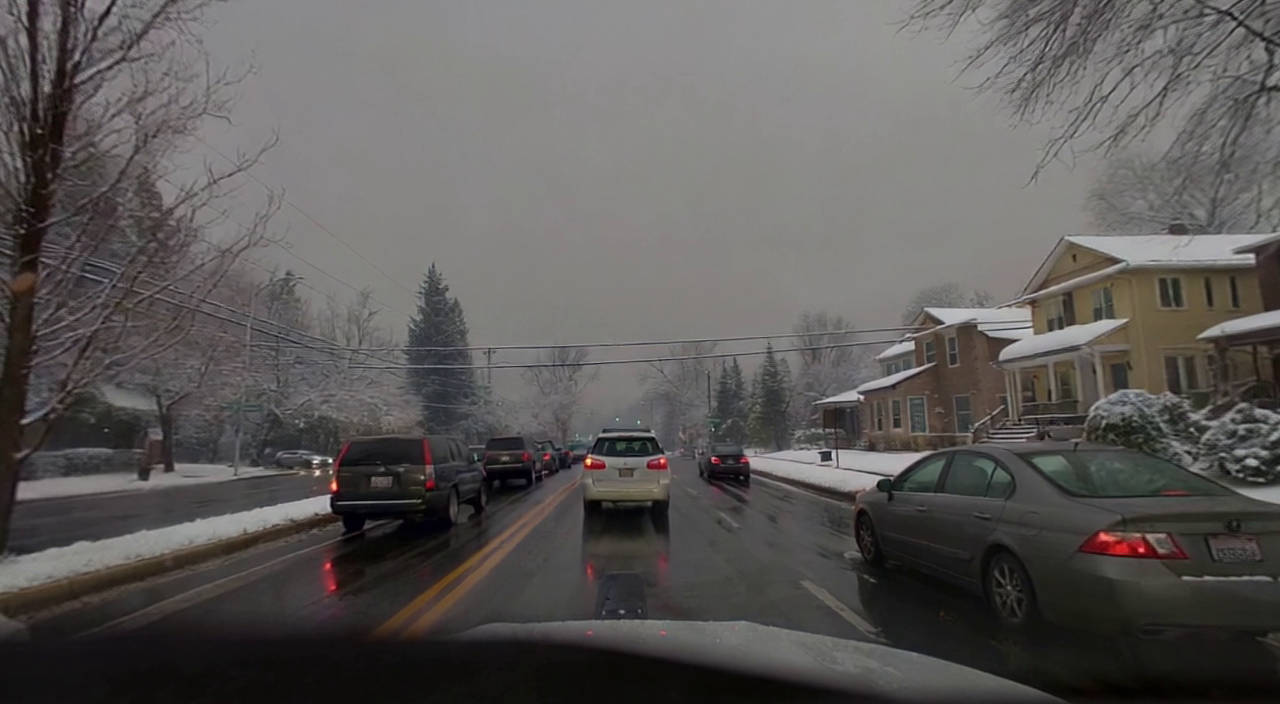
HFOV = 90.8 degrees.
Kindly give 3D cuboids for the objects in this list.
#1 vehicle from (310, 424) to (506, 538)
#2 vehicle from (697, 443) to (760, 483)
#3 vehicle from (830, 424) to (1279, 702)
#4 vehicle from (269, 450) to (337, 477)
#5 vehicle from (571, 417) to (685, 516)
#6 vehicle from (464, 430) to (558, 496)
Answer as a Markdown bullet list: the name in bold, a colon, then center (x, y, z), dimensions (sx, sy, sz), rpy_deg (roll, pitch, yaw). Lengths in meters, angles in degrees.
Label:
- **vehicle**: center (-3.724, 2.127, 11.086), dimensions (1.864, 1.576, 4.324), rpy_deg (0, -8, -1)
- **vehicle**: center (3.484, 4.436, 25.651), dimensions (1.880, 1.476, 3.932), rpy_deg (0, -8, -1)
- **vehicle**: center (3.469, 1.479, 5.776), dimensions (1.977, 1.480, 4.589), rpy_deg (0, -8, -1)
- **vehicle**: center (-22.381, 7.399, 42.184), dimensions (2.060, 1.643, 4.623), rpy_deg (0, -8, -1)
- **vehicle**: center (-0.277, 2.490, 14.193), dimensions (2.164, 1.867, 4.254), rpy_deg (0, -8, -1)
- **vehicle**: center (-3.649, 3.223, 18.678), dimensions (1.932, 1.695, 4.150), rpy_deg (0, -8, 0)
